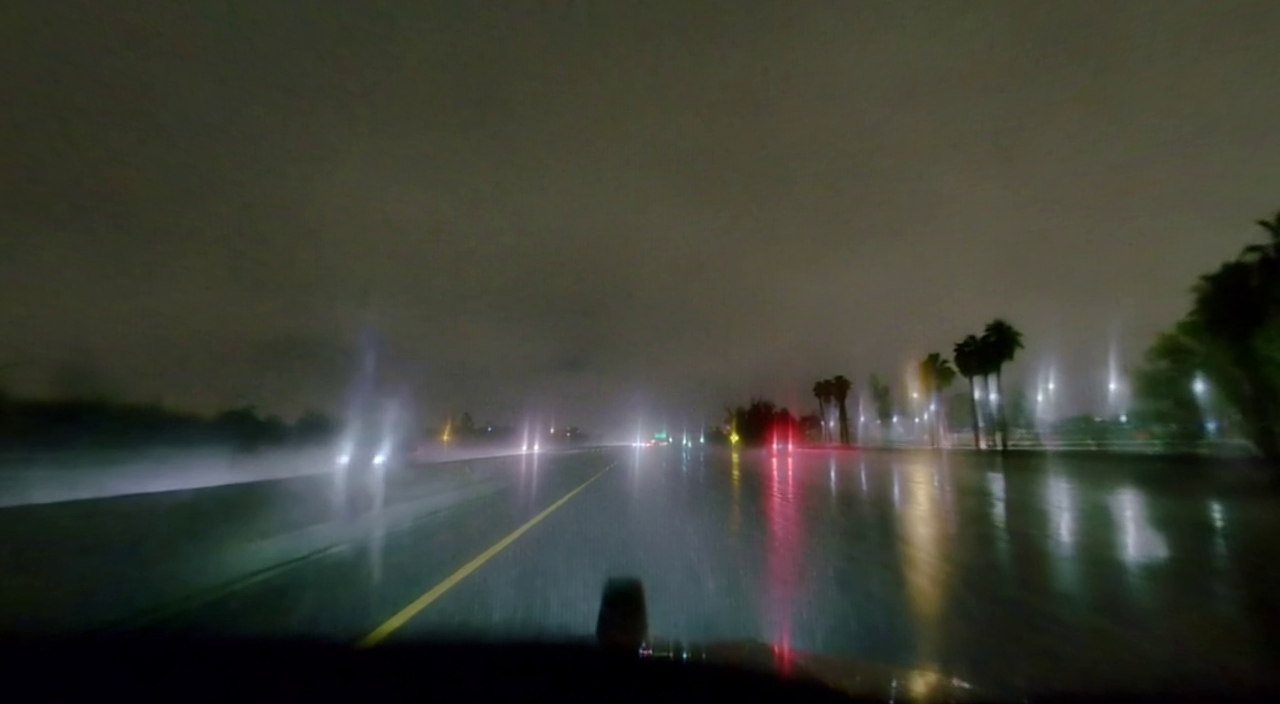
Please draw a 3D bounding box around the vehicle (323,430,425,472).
[{"bbox_3d":[-13.451,5.094,32.533,2.479,1.928,6.337,0,-8,1],"label":"vehicle"}]
